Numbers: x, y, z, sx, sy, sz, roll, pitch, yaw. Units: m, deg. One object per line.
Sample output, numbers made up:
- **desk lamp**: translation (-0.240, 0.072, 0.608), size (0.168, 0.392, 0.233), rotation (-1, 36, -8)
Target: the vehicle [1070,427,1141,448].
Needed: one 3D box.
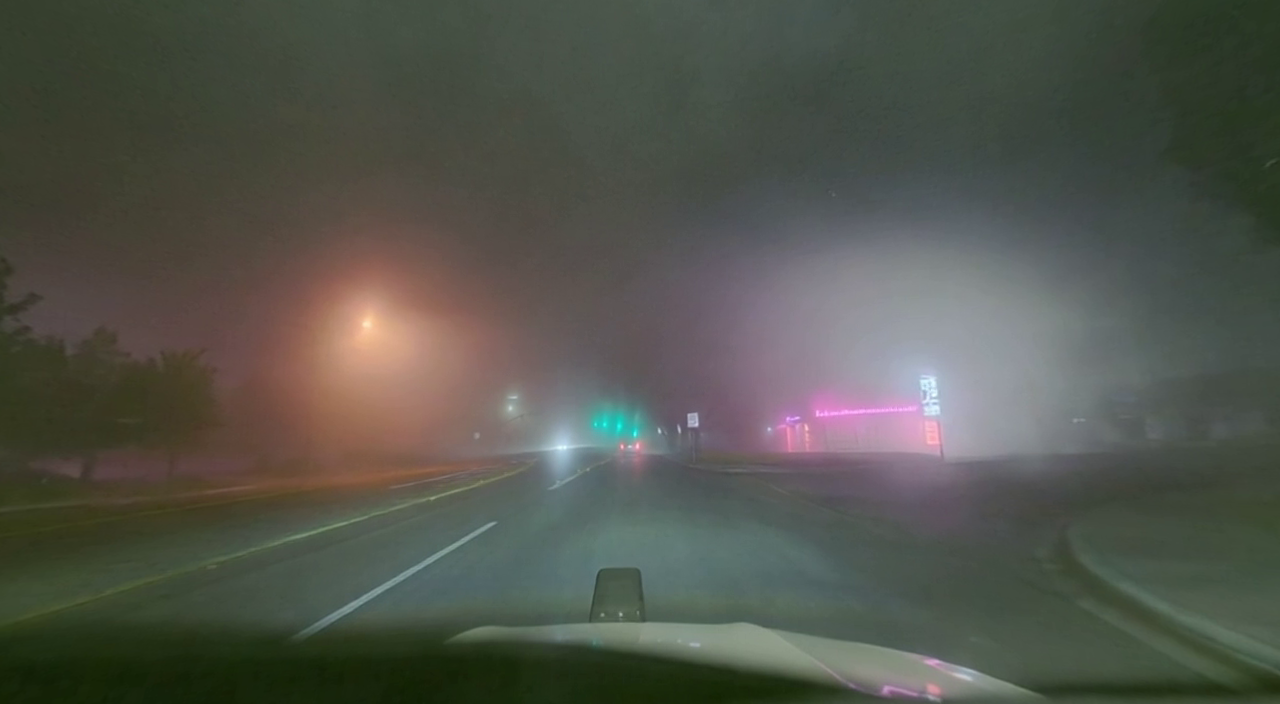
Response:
- **vehicle**: translation (33.072, 6.078, 44.706), size (4.411, 1.457, 2.013), rotation (3, -9, -24)
